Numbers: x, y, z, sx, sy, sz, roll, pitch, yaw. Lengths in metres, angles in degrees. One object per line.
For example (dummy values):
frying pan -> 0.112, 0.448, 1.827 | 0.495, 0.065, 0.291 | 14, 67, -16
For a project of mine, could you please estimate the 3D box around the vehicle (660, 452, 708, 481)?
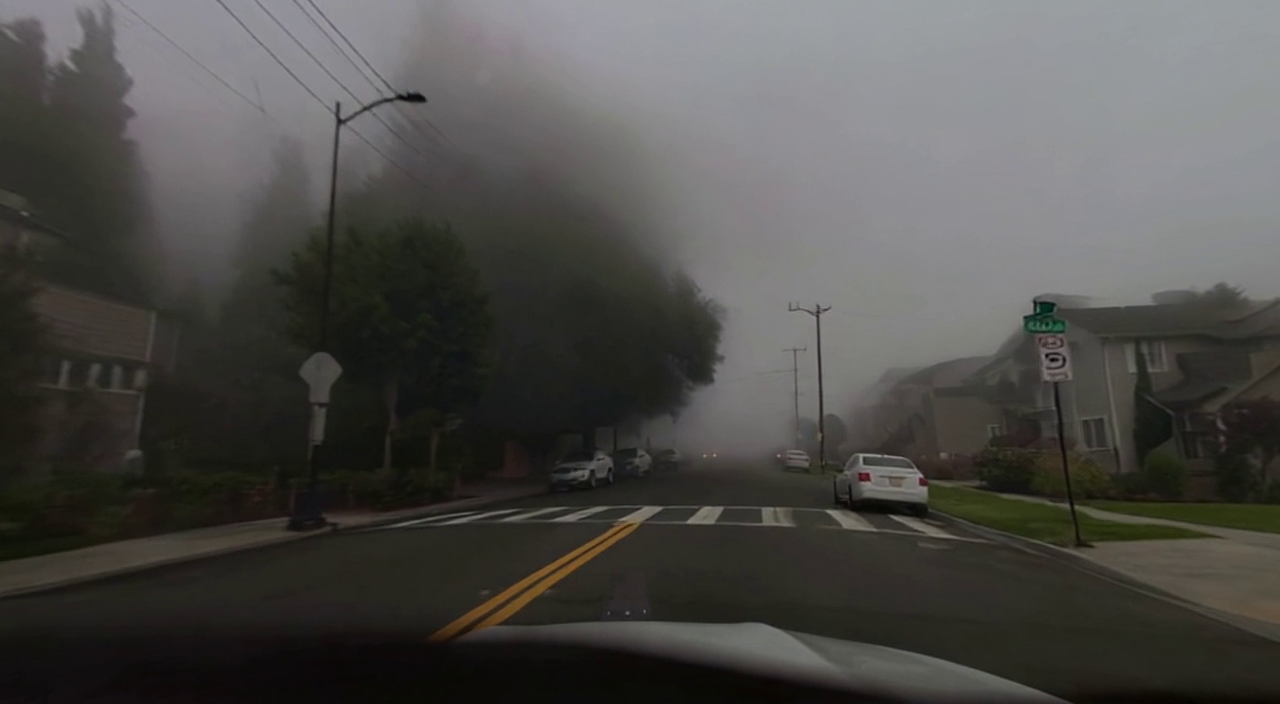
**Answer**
vehicle -> 2.512, 6.271, 34.838 | 2.079, 1.441, 4.541 | -2, -9, 11

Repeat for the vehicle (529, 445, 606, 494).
vehicle -> -2.909, 4.835, 26.312 | 2.027, 1.695, 4.437 | -5, -9, 8

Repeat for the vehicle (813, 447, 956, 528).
vehicle -> 5.202, 2.882, 14.137 | 2.014, 1.482, 4.599 | -1, -9, 9

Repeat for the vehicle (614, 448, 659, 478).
vehicle -> -0.162, 7.377, 42.083 | 2.120, 1.799, 5.370 | -2, -9, 9
